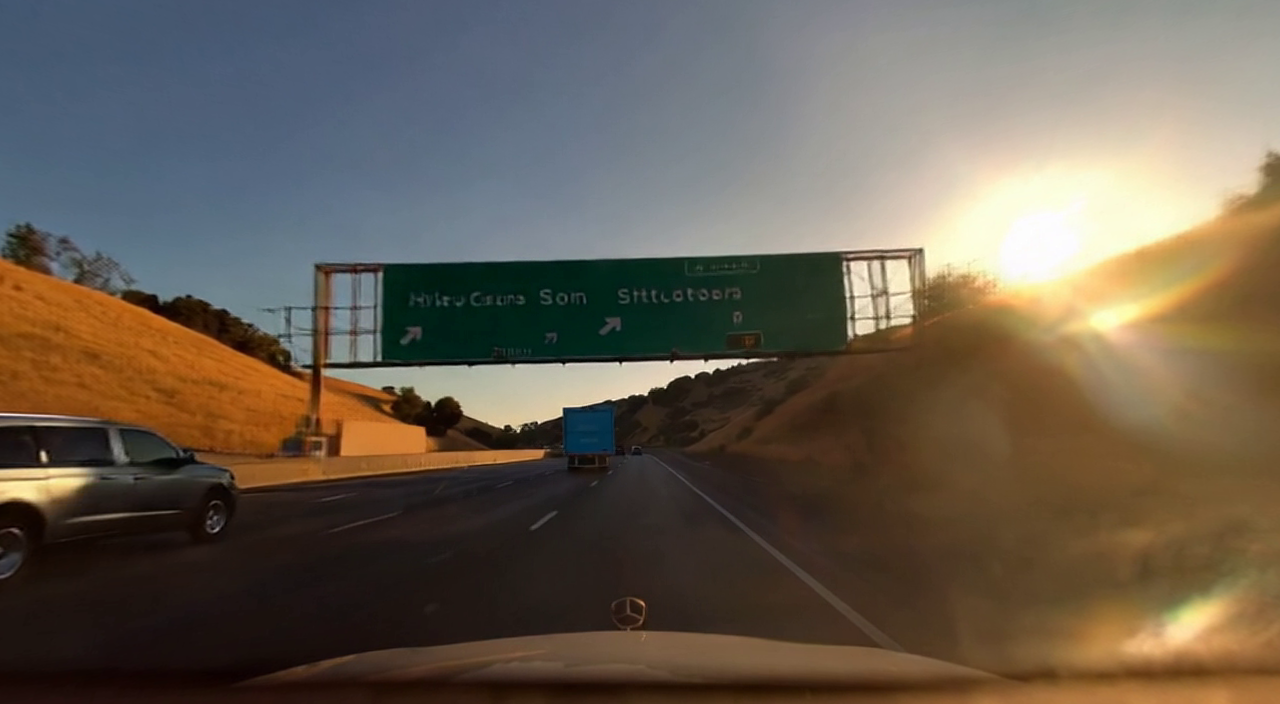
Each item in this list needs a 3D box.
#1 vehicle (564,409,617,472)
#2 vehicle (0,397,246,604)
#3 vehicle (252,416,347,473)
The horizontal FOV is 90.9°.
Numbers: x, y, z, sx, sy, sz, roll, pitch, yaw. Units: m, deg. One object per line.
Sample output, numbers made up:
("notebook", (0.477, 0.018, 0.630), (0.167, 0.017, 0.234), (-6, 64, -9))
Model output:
("vehicle", (-3.514, 6.896, 48.860), (2.893, 4.073, 15.281), (0, -8, 0))
("vehicle", (-6.904, 1.477, 6.592), (2.175, 1.860, 5.236), (0, -8, 0))
("vehicle", (-23.773, 6.516, 44.471), (2.976, 3.672, 6.277), (-1, -8, 1))
